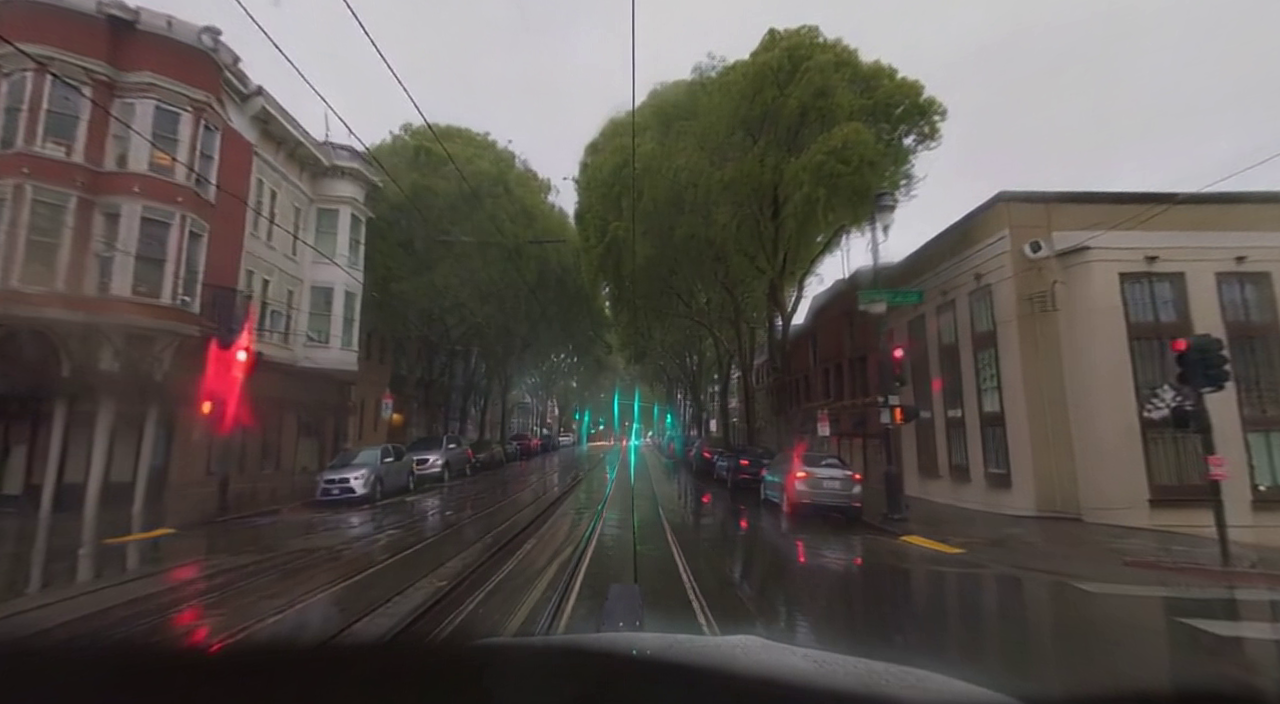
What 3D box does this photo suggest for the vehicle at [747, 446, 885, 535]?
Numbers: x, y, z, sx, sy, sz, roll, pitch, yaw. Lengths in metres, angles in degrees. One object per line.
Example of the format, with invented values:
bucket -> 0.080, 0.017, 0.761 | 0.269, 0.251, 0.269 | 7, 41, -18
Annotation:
vehicle -> 3.878, 3.085, 14.744 | 1.929, 1.723, 4.134 | 0, -8, -2

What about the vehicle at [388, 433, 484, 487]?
vehicle -> -7.383, 3.989, 23.410 | 1.861, 1.751, 4.550 | 1, -9, 2

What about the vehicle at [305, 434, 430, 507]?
vehicle -> -7.400, 3.405, 17.648 | 1.779, 1.588, 3.953 | 2, -16, -2

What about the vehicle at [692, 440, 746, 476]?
vehicle -> 3.730, 5.068, 30.473 | 1.890, 1.559, 4.281 | 0, -8, -2

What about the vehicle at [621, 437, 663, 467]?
vehicle -> 0.058, 5.476, 34.760 | 1.984, 1.571, 3.404 | 1, -8, -5
